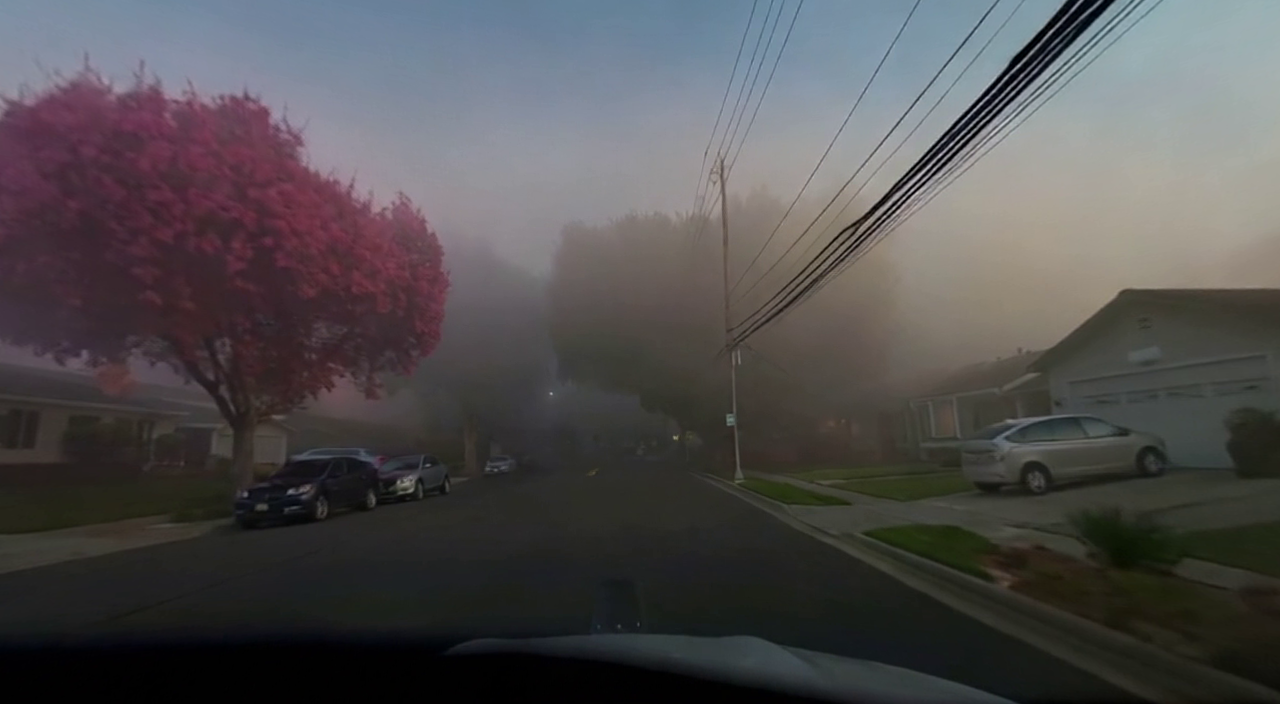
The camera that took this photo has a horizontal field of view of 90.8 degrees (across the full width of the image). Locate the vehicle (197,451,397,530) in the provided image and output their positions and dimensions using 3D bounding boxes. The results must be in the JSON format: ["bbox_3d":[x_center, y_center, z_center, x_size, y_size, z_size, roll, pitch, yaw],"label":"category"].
[{"bbox_3d":[-7.594,3.060,14.658,2.034,1.493,4.524,0,-9,1],"label":"vehicle"}]

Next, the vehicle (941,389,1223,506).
[{"bbox_3d":[8.600,1.904,12.619,4.025,1.738,1.920,-6,-9,-1],"label":"vehicle"}]

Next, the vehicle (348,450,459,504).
[{"bbox_3d":[-7.345,3.883,20.140,1.896,1.484,4.298,0,-9,0],"label":"vehicle"}]
